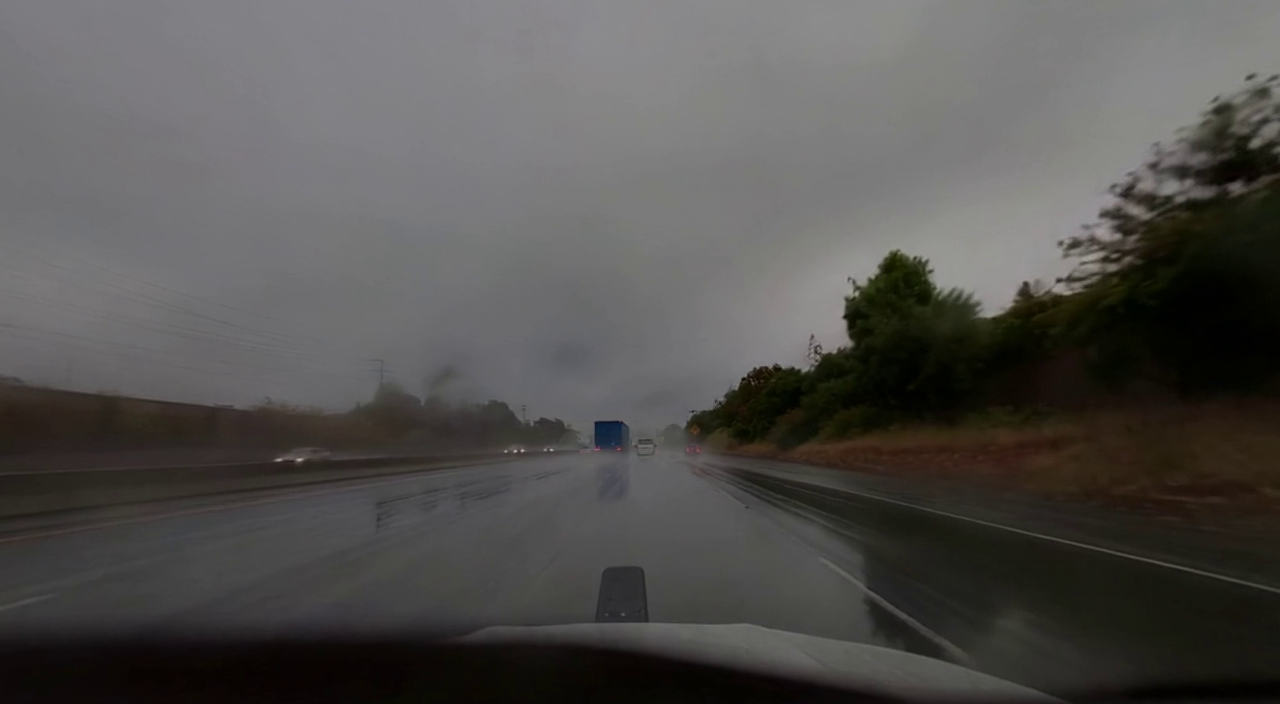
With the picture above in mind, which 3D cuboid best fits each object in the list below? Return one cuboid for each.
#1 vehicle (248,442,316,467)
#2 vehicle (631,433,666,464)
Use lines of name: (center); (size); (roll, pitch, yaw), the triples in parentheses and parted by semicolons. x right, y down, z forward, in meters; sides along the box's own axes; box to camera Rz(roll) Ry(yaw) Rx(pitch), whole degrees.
vehicle: (-24.317, 6.970, 43.075); (1.921, 1.555, 4.539); (0, -8, 1)
vehicle: (0.559, 6.704, 43.931); (2.309, 2.023, 5.130); (0, -8, 0)
